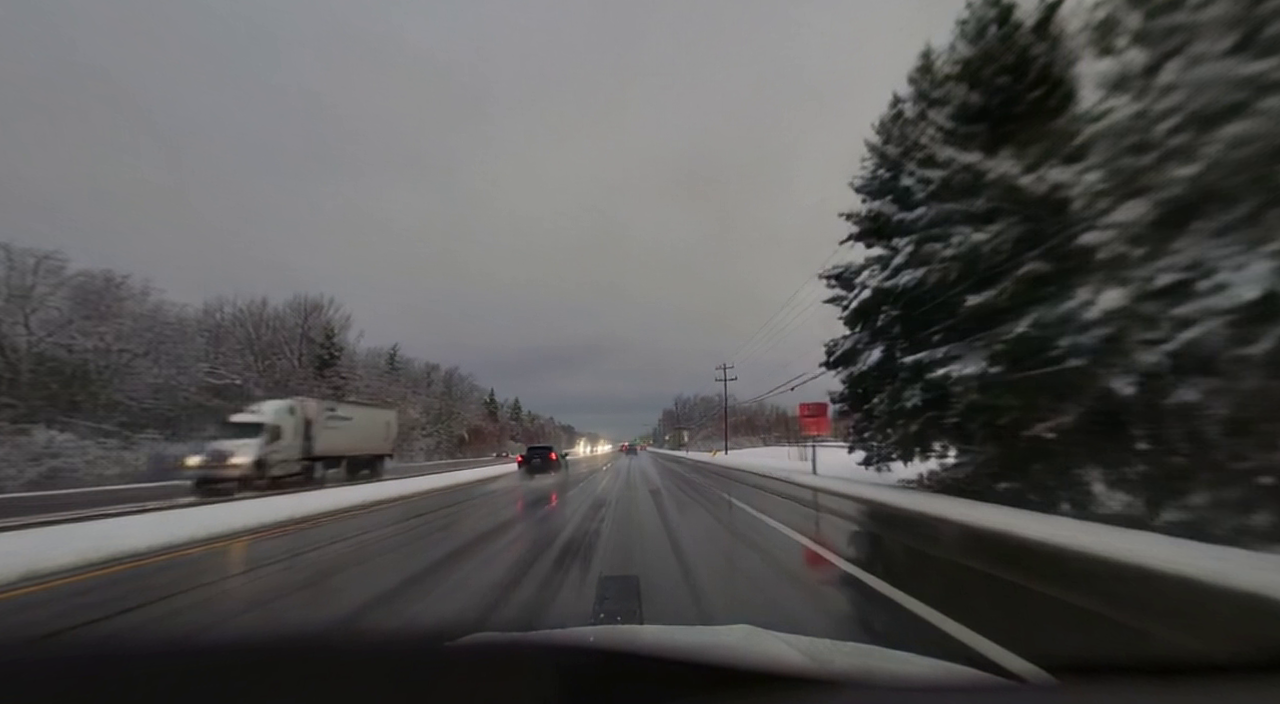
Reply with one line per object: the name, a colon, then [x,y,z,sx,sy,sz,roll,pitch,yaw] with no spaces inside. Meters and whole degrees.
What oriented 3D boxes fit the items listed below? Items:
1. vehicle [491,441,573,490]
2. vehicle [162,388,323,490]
vehicle: [-3.703,3.968,22.287,2.123,1.545,4.404,0,-9,0]
vehicle: [-17.199,3.891,27.762,3.057,3.975,5.932,0,-9,0]
